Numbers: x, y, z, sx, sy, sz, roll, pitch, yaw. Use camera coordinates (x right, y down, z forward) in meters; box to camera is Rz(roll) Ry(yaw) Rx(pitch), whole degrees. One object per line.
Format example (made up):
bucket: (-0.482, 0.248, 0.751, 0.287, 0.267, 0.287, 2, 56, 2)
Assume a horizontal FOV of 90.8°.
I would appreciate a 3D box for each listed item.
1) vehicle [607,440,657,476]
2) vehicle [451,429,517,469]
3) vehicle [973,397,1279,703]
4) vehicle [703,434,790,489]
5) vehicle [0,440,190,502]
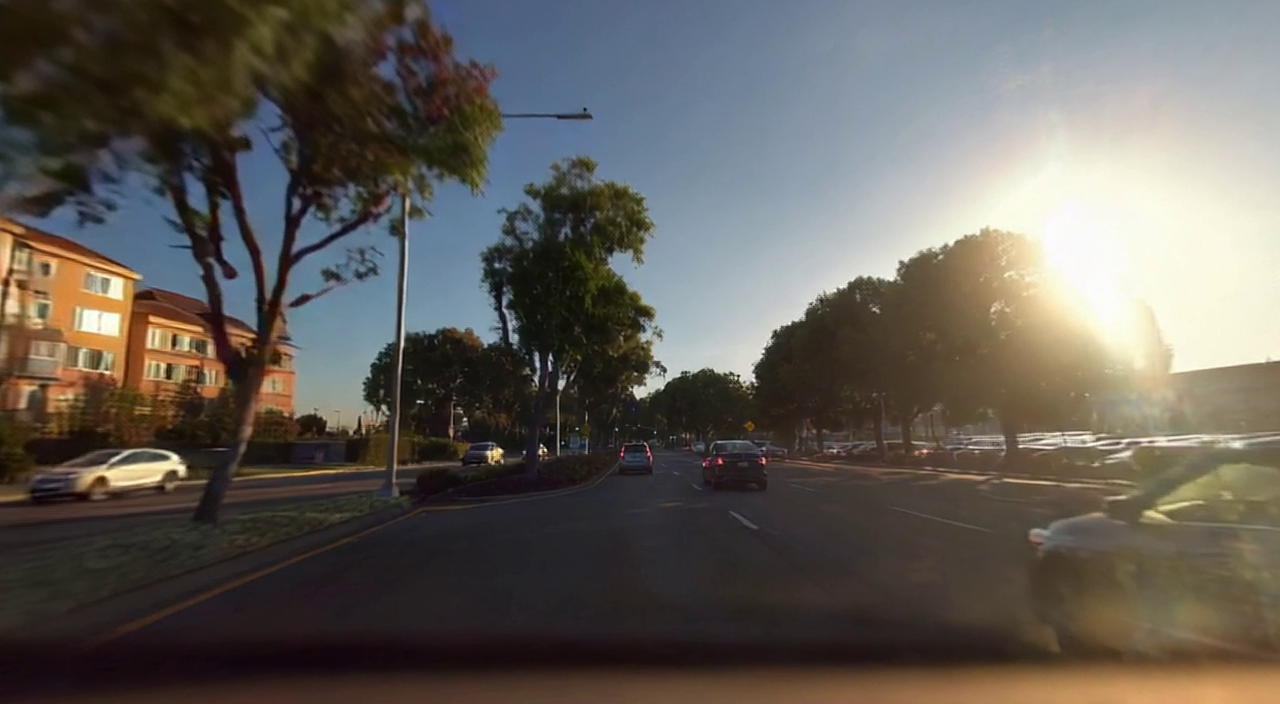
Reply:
vehicle: (-0.390, 4.751, 28.559, 2.095, 1.456, 3.873, 0, -8, -1)
vehicle: (-8.776, 5.543, 36.230, 2.285, 2.106, 5.836, 0, -8, 0)
vehicle: (3.531, 0.923, 2.390, 1.953, 1.514, 4.672, 0, -8, 0)
vehicle: (3.437, 3.628, 21.293, 2.041, 1.611, 4.426, 0, -8, -1)
vehicle: (-16.159, 3.507, 19.097, 1.920, 1.635, 4.261, 0, -8, 0)
